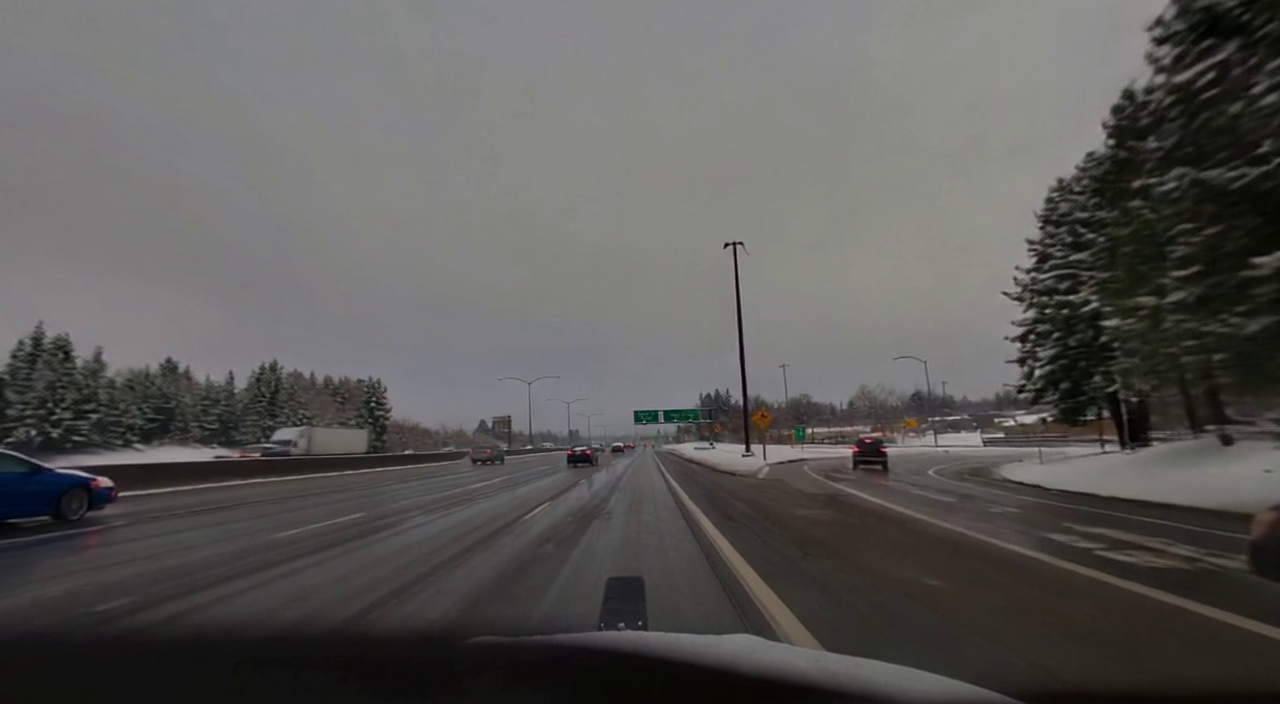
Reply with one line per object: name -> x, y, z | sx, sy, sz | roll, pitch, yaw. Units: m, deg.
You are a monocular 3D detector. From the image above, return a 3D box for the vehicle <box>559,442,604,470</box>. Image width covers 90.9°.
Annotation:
vehicle -> -3.277, 5.901, 36.170 | 2.050, 1.479, 4.342 | 0, -8, 1

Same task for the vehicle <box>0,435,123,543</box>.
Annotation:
vehicle -> -10.190, 1.905, 8.663 | 2.002, 1.526, 4.822 | 0, -8, 1

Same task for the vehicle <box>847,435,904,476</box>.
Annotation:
vehicle -> 11.427, 5.040, 30.915 | 2.127, 1.815, 4.777 | -2, -9, 15

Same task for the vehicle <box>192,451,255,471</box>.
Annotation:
vehicle -> -32.729, 8.563, 49.730 | 1.817, 1.468, 4.614 | 0, -8, -1

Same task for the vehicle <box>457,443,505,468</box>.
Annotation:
vehicle -> -10.001, 6.525, 40.017 | 1.930, 1.490, 3.955 | 0, -8, 1
